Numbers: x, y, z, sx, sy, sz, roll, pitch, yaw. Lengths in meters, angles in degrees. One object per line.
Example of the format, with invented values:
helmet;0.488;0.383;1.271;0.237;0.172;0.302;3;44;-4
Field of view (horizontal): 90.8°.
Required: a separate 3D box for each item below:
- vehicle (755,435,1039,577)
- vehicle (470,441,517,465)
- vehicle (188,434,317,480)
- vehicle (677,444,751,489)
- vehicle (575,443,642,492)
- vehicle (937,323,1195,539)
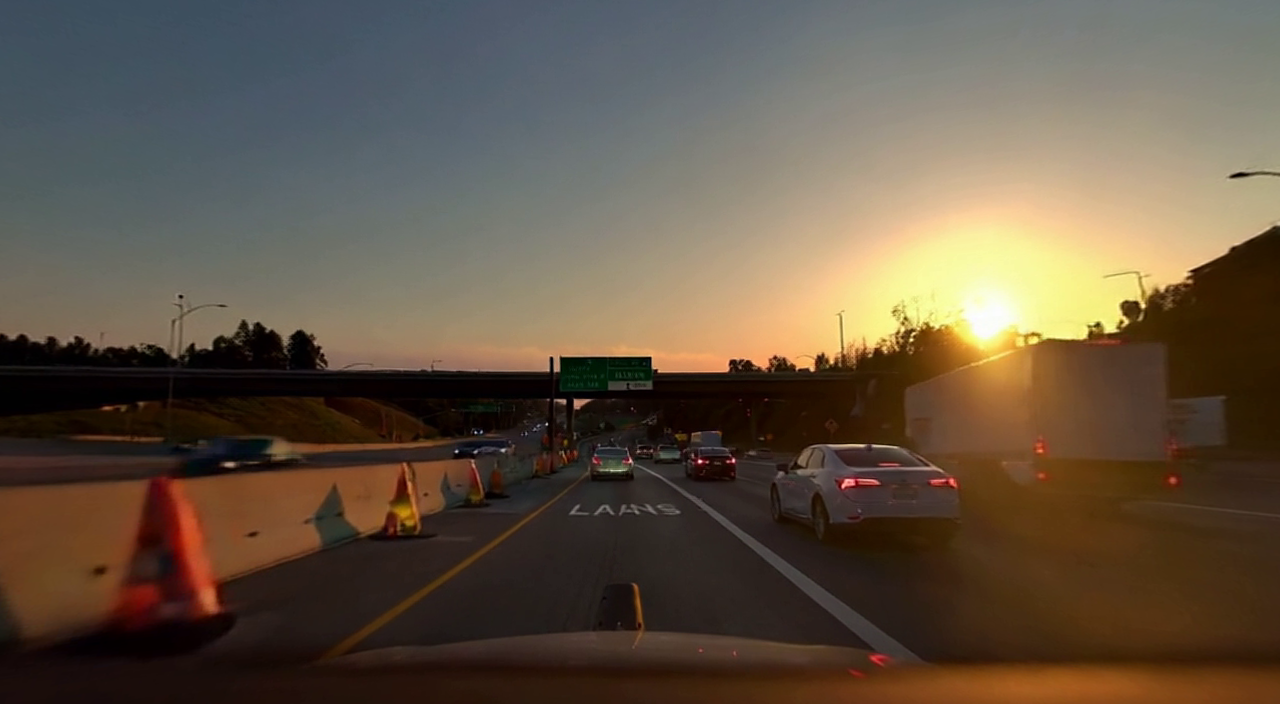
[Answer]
vehicle;3.095;1.942;8.807;1.996;1.455;4.281;0;-9;-2
vehicle;-9.839;6.844;42.788;2.007;1.555;4.466;0;-9;1
vehicle;-13.639;3.738;22.622;1.828;1.471;4.406;0;-9;0
vehicle;2.607;4.172;23.379;2.042;1.460;4.451;0;-9;-3
vehicle;-1.012;3.892;21.598;2.069;1.470;4.004;0;-9;-1
vehicle;7.672;1.493;11.927;2.575;3.519;2.984;0;-9;2
